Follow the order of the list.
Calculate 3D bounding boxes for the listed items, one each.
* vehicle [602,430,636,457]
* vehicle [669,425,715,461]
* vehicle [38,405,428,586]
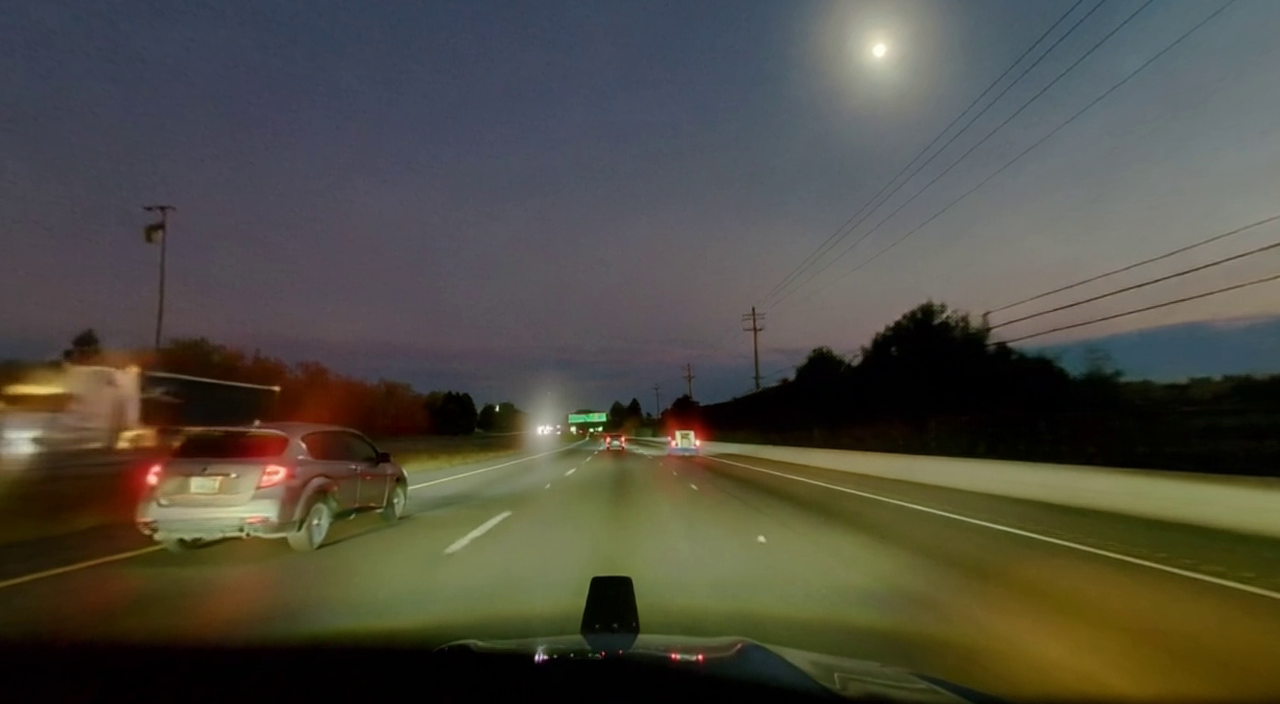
[{"bbox_3d":[-1.430,6.139,42.401,2.159,1.690,3.720,0,-7,-3],"label":"vehicle"},{"bbox_3d":[2.807,4.971,34.599,1.976,1.905,3.263,0,-7,-5],"label":"vehicle"},{"bbox_3d":[-4.319,1.540,7.709,2.100,1.590,4.077,0,-7,-1],"label":"vehicle"}]
